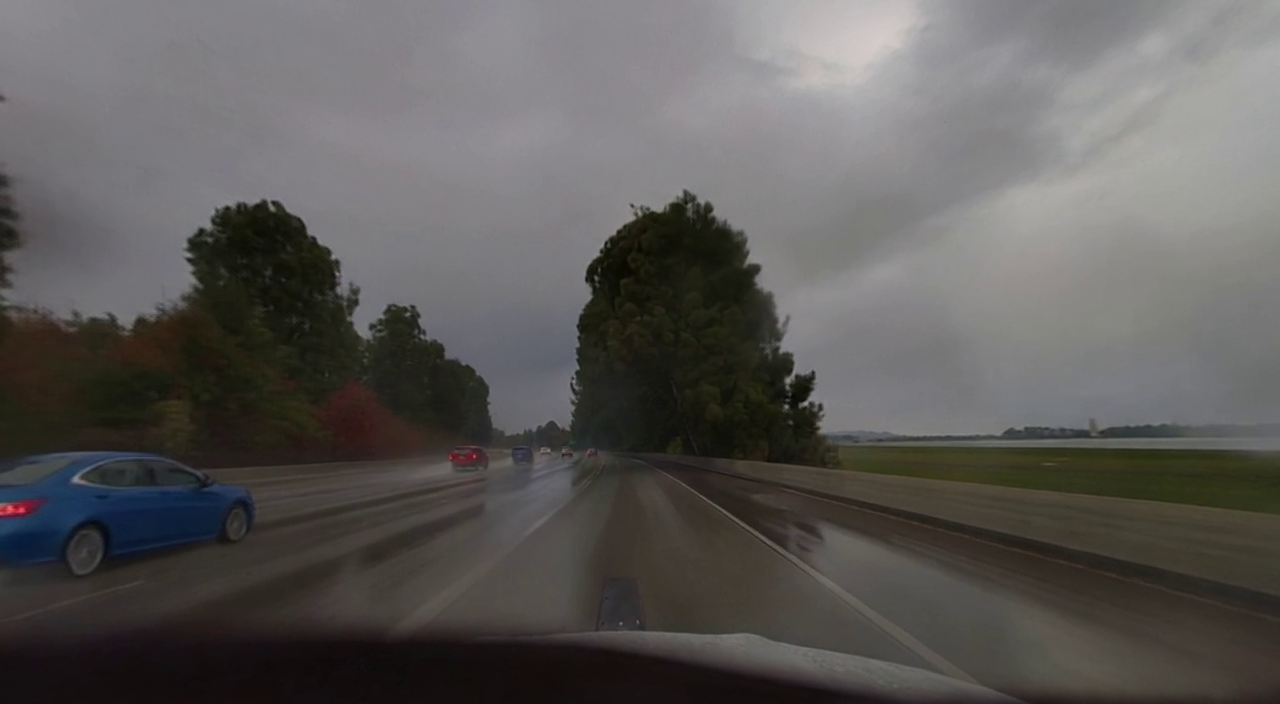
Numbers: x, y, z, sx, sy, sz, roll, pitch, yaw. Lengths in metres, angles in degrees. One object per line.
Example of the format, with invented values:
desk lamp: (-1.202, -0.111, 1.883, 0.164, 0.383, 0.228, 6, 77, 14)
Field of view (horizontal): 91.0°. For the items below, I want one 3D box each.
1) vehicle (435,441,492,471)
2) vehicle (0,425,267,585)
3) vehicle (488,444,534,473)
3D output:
vehicle: (-12.154, 7.206, 43.795, 2.425, 1.926, 5.584, 0, -9, -1)
vehicle: (-7.525, 1.863, 8.425, 2.133, 1.586, 4.869, 0, -9, -1)
vehicle: (-7.916, 6.604, 39.082, 2.060, 1.680, 4.255, 0, -9, -2)
